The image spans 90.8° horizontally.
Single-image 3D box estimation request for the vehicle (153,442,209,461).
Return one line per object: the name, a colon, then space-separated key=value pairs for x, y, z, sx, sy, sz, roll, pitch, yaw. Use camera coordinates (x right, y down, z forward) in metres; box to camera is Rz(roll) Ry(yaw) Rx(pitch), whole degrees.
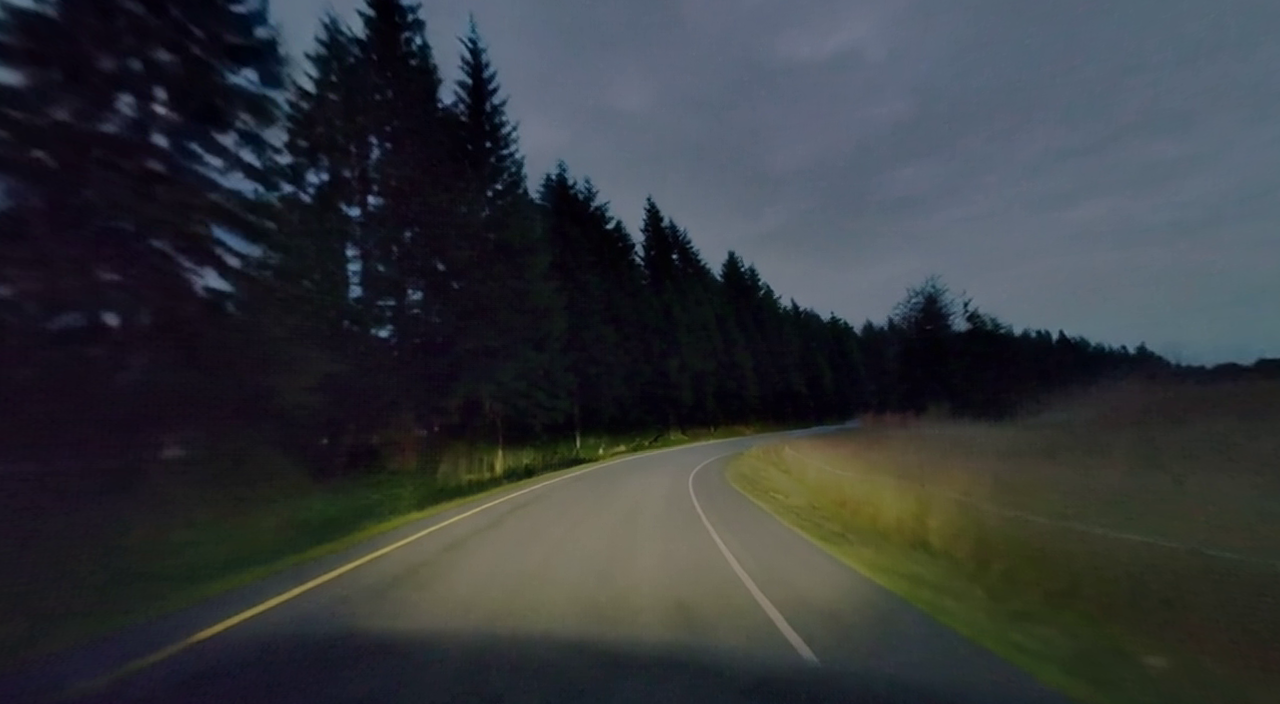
vehicle: x=-36.041 y=7.821 z=49.705 sx=1.884 sy=1.430 sz=3.705 roll=1 pitch=-9 yaw=-6
